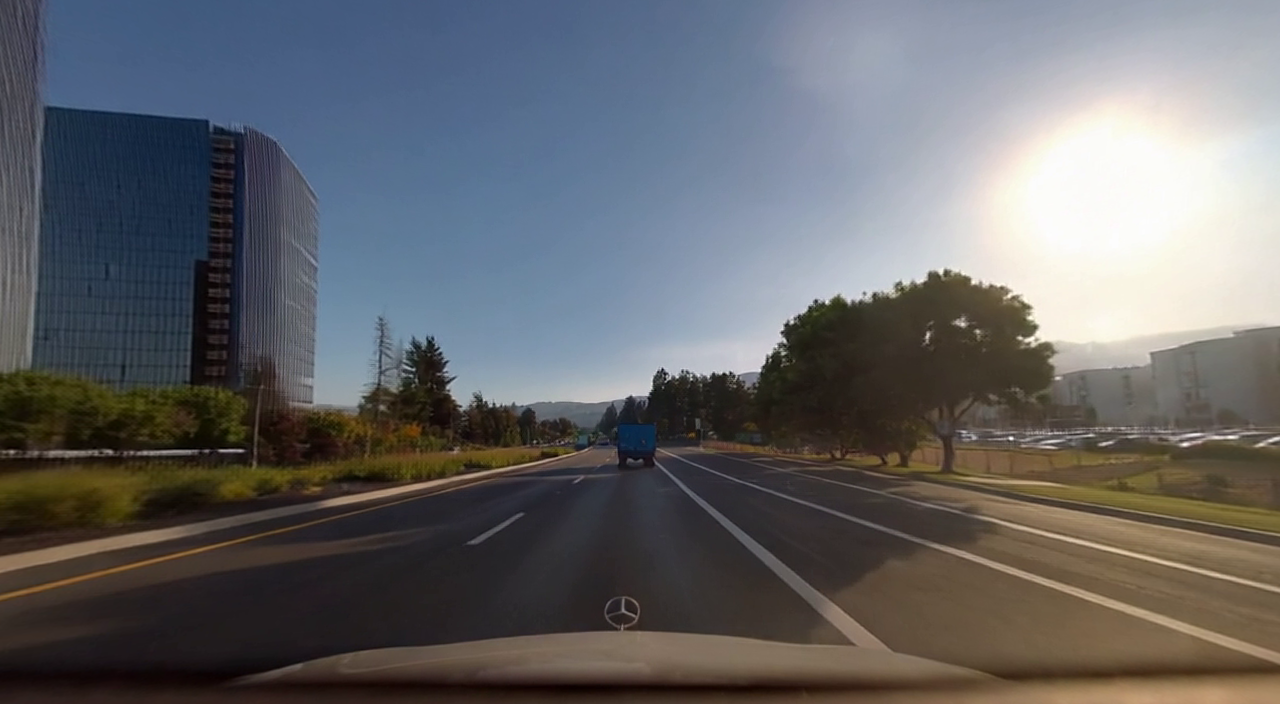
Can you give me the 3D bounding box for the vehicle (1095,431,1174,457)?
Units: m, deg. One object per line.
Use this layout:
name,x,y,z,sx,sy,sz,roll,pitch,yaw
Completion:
vehicle,35.717,6.658,45.702,4.297,1.798,1.955,0,-8,-10

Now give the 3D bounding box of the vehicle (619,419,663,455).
vehicle,-0.054,4.736,34.836,2.178,1.829,4.932,0,-9,-3
